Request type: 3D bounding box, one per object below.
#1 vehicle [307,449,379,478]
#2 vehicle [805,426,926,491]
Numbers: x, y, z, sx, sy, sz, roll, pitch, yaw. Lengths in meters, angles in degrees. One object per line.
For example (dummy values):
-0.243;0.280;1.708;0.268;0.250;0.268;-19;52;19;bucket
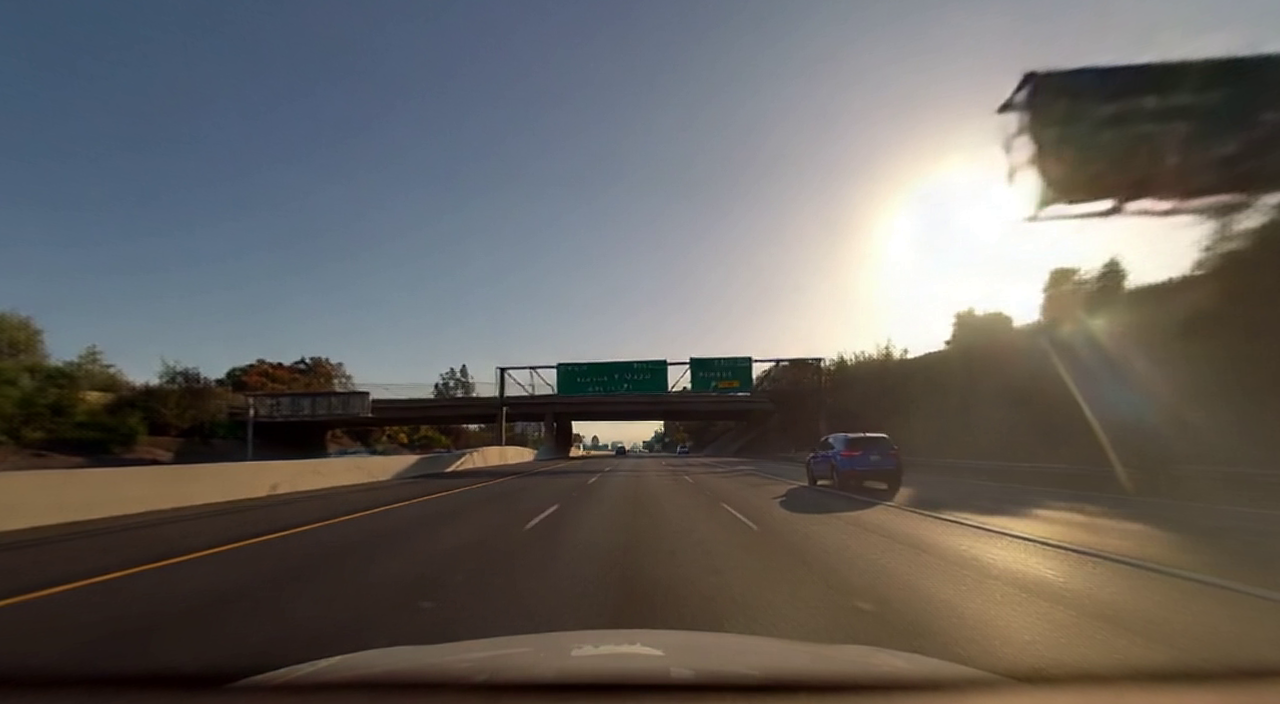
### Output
-17.638;6.614;37.754;1.976;1.606;4.626;0;-9;0;vehicle
7.294;3.511;21.079;2.222;1.899;4.595;0;-9;-1;vehicle
